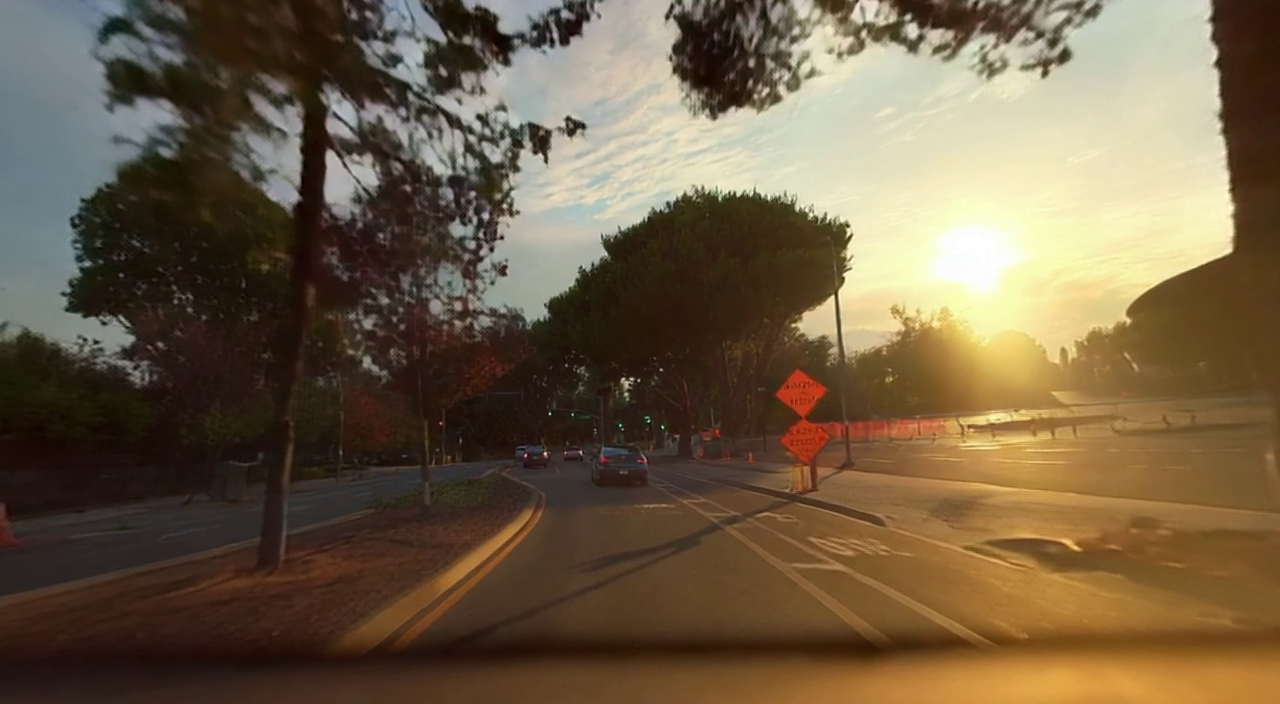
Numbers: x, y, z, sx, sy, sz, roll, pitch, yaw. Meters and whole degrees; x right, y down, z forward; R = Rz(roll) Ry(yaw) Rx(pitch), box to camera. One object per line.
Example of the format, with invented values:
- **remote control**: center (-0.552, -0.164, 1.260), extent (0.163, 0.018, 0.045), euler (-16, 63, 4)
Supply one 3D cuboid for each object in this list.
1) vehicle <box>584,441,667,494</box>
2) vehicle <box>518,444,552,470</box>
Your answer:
- **vehicle**: center (-0.596, 3.698, 20.661), extent (2.266, 1.508, 4.430), euler (1, -9, -7)
- **vehicle**: center (-7.083, 7.151, 43.113), extent (2.077, 1.665, 4.206), euler (1, -9, -7)
